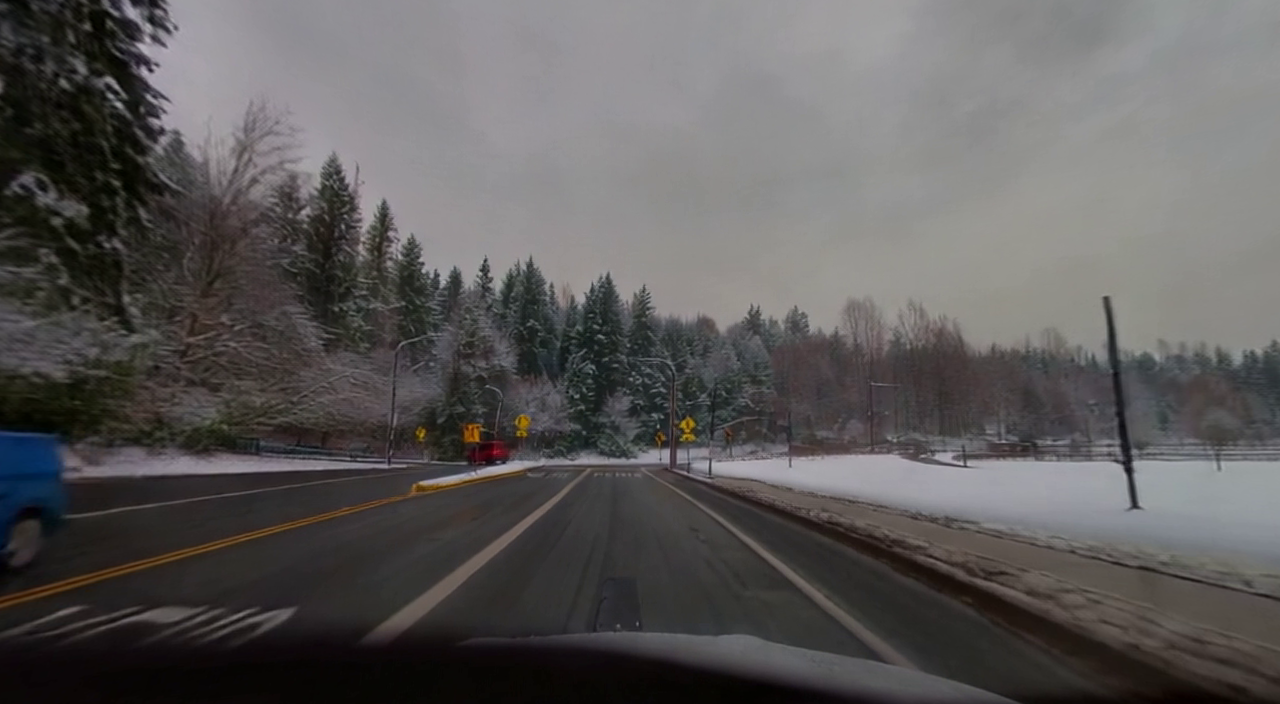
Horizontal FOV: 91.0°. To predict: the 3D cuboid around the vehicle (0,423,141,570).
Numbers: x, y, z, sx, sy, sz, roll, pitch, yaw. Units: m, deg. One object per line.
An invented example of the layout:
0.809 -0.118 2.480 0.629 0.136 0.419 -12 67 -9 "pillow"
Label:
-8.017 1.526 6.508 2.129 1.590 4.616 0 -9 -4 "vehicle"
